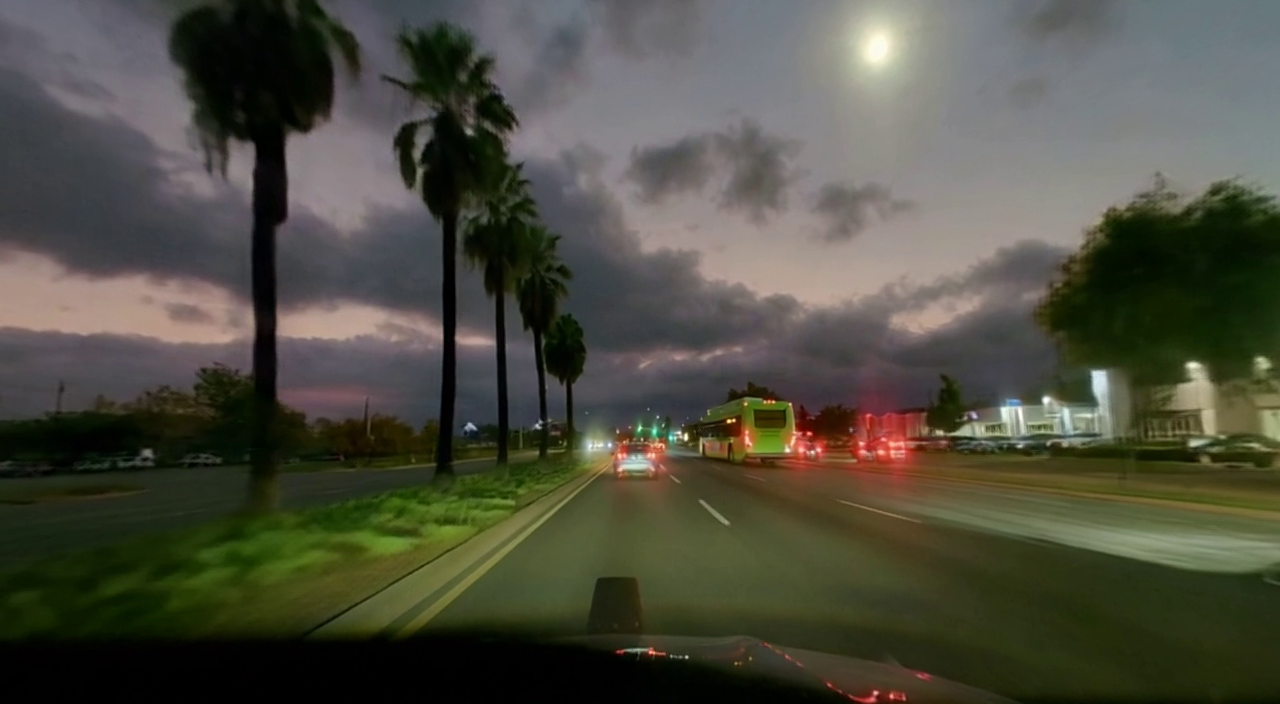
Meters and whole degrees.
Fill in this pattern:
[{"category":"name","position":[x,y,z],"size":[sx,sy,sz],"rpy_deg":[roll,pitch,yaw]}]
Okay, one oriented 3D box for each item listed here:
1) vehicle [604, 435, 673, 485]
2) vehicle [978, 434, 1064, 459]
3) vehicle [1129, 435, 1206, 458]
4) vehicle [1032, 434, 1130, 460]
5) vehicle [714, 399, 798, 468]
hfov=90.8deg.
[{"category":"vehicle","position":[-0.076,3.555,21.074],"size":[2.065,1.477,4.306],"rpy_deg":[0,-9,-1]},{"category":"vehicle","position":[25.190,6.267,41.862],"size":[4.492,1.492,1.855],"rpy_deg":[-1,-9,-1]},{"category":"vehicle","position":[34.757,6.235,41.678],"size":[3.494,1.498,1.704],"rpy_deg":[0,-9,2]},{"category":"vehicle","position":[25.780,5.568,37.012],"size":[4.319,1.444,1.888],"rpy_deg":[0,-9,-2]},{"category":"vehicle","position":[6.238,4.684,35.685],"size":[2.795,3.383,9.287],"rpy_deg":[0,-9,-1]}]
